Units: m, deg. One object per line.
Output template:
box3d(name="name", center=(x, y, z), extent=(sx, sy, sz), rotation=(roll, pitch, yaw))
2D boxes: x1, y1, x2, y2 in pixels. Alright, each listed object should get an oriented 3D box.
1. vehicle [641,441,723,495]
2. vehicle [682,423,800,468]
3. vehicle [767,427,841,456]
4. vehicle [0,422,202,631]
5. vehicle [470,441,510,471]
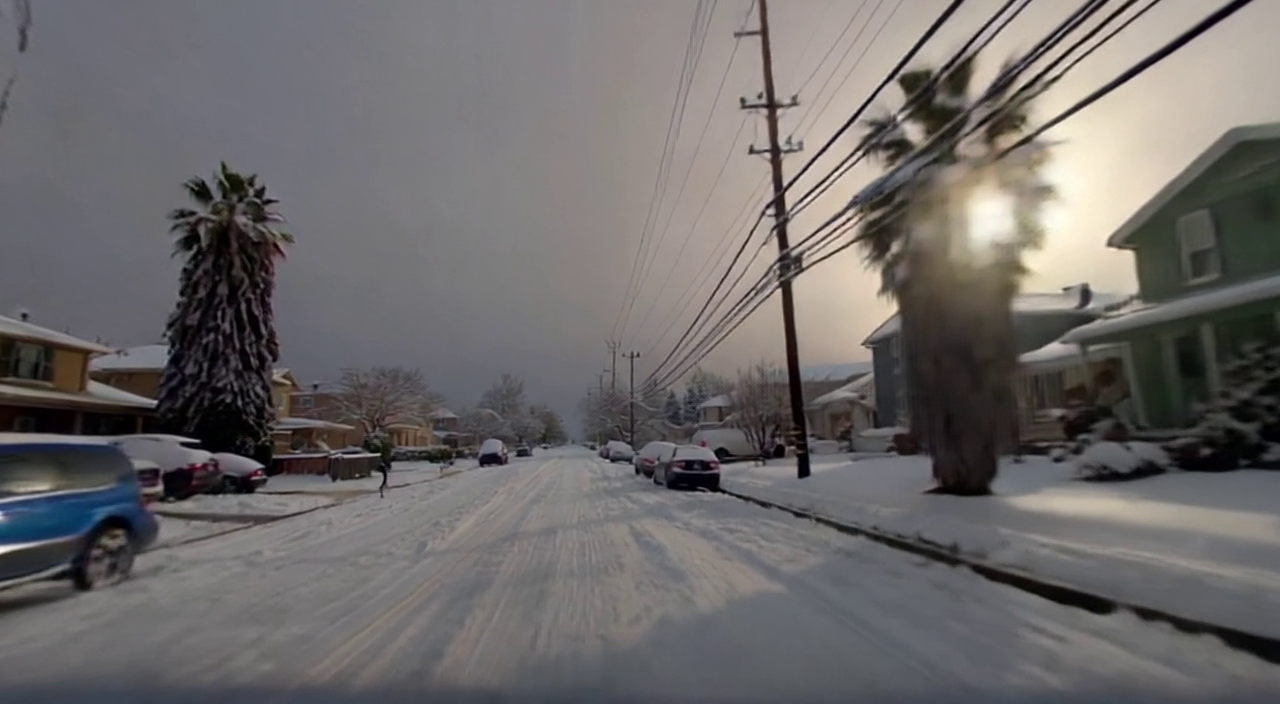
box3d(name="vehicle", center=(1.181, 3.535, 19.642), extent=(1.870, 1.490, 3.802), rotation=(1, -8, -7))
box3d(name="vehicle", center=(5.349, 5.069, 34.353), extent=(5.900, 2.328, 2.603), rotation=(0, -8, -1))
box3d(name="vehicle", center=(10.904, 5.980, 42.179), extent=(4.219, 1.693, 2.324), rotation=(4, -8, -5))
box3d(name="vehicle", center=(-6.792, 1.611, 5.751), extent=(2.410, 1.790, 4.699), rotation=(-2, -10, -3))
box3d(name="vehicle", center=(-10.960, 7.702, 46.413), extent=(2.156, 1.932, 4.518), rotation=(-2, -11, -4))
